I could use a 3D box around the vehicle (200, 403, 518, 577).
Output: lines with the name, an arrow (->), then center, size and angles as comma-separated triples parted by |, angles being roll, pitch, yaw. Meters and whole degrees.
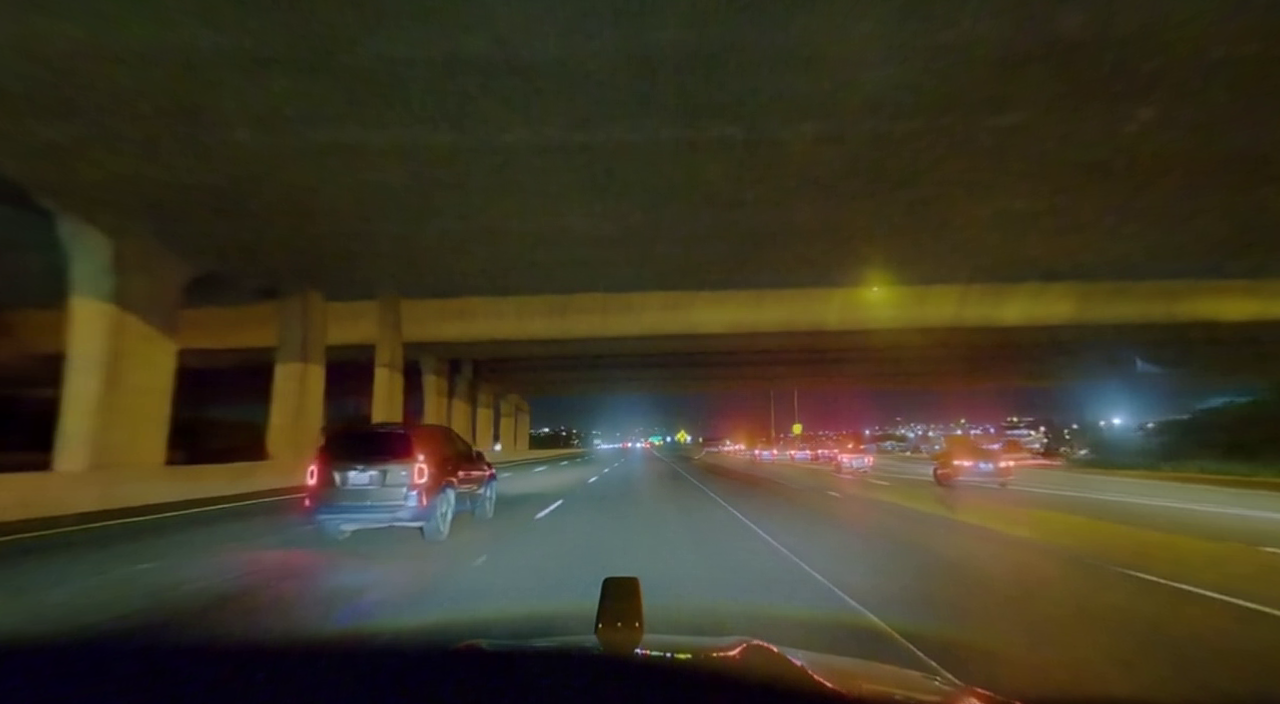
vehicle -> -3.283, 1.729, 8.700 | 2.203, 1.734, 4.600 | 0, -9, 1
